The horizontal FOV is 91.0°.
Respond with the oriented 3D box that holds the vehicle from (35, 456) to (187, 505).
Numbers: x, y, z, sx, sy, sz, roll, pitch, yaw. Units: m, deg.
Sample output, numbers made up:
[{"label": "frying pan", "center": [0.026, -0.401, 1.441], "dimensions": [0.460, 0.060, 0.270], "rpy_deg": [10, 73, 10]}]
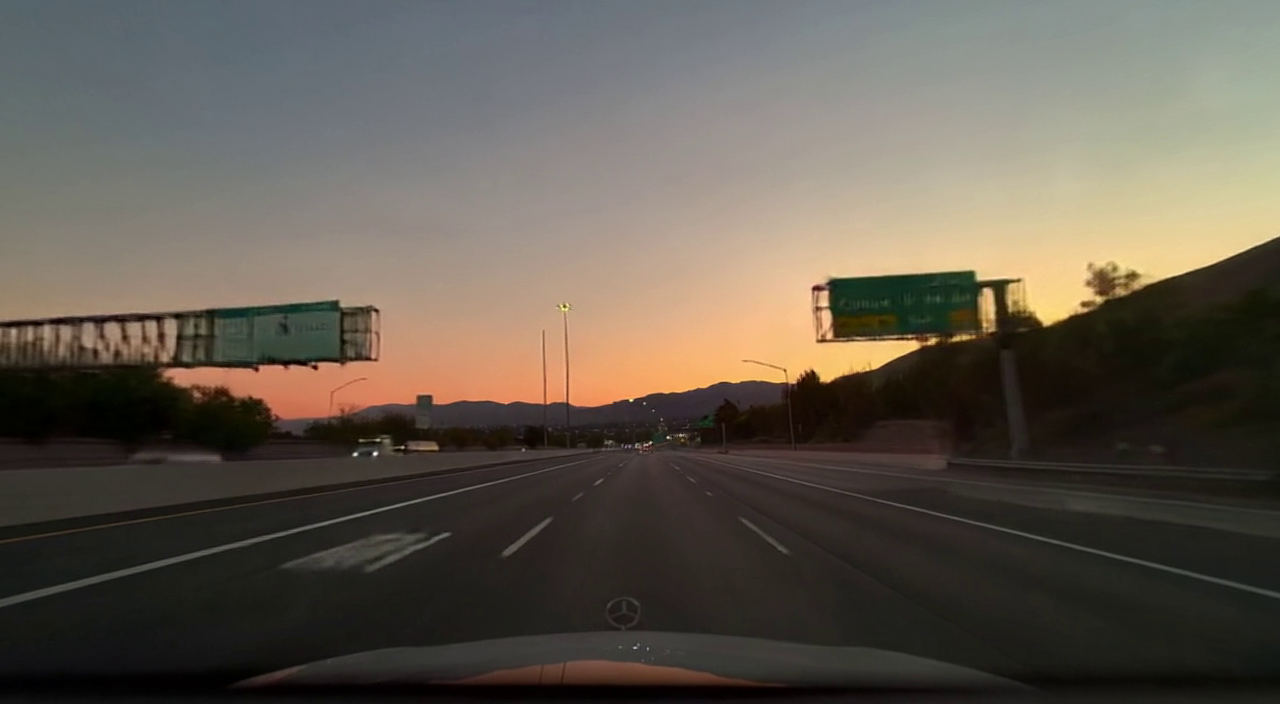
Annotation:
[{"label": "vehicle", "center": [-18.214, 4.406, 21.956], "dimensions": [1.832, 1.479, 3.871], "rpy_deg": [0, -9, 2]}]
